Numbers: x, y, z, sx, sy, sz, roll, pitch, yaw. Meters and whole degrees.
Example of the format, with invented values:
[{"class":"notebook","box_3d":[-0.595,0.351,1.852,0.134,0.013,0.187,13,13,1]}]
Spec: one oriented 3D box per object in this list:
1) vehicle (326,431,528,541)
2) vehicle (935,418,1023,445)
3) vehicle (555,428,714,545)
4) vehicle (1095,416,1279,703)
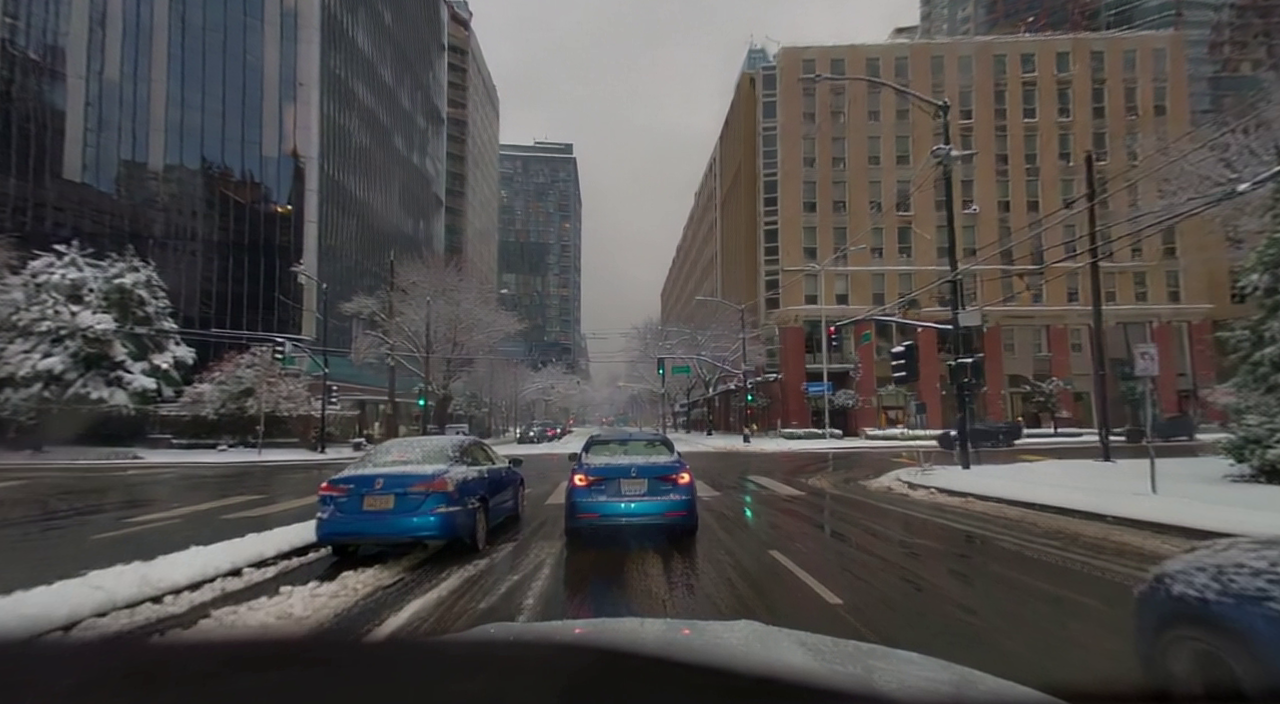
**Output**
[{"class":"vehicle","box_3d":[-3.307,2.169,10.969,1.995,1.479,4.627,0,-8,-1]},{"class":"vehicle","box_3d":[24.654,5.803,46.071,5.201,1.894,2.178,0,-8,-3]},{"class":"vehicle","box_3d":[-0.138,2.000,10.018,2.016,1.478,3.795,0,-8,-2]},{"class":"vehicle","box_3d":[3.108,0.739,0.754,1.915,1.434,4.175,0,-8,-2]}]
